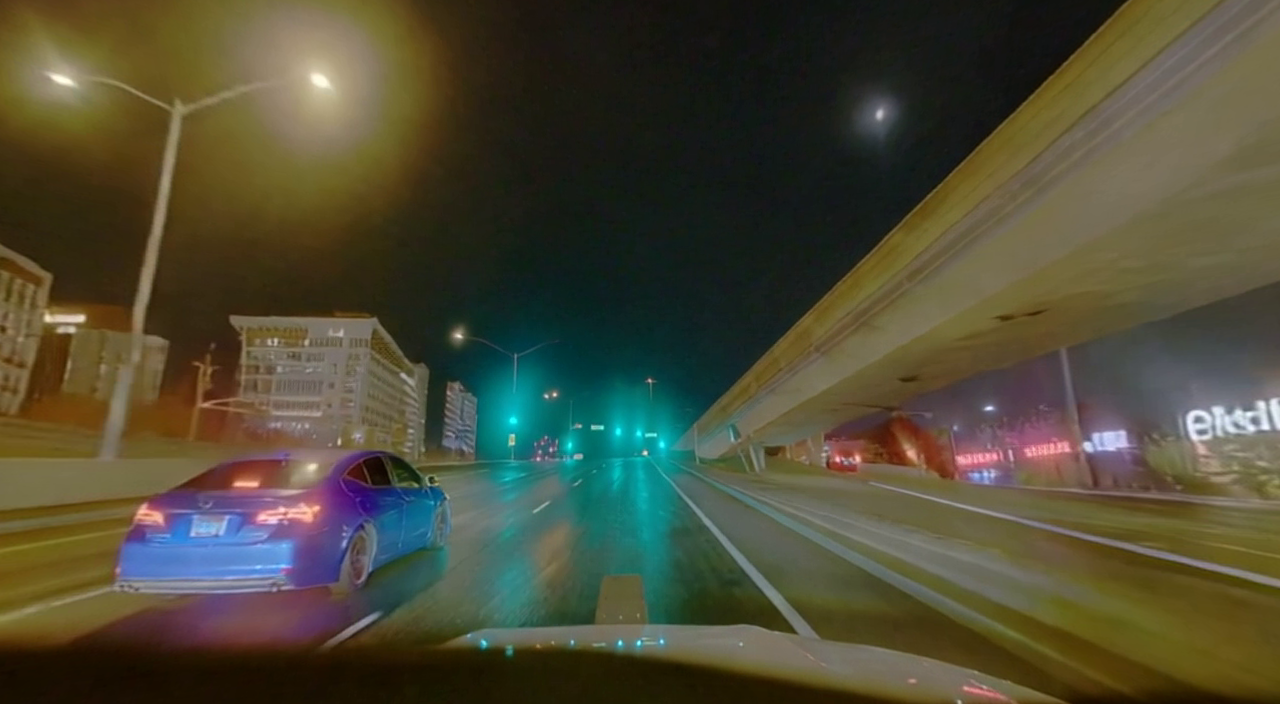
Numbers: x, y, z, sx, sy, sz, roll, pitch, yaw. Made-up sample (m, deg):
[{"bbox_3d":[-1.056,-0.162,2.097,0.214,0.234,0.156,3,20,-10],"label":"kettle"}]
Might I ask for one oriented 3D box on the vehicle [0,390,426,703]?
[{"bbox_3d":[-3.107,1.166,3.927,2.041,1.470,4.290,0,-9,0],"label":"vehicle"}]
